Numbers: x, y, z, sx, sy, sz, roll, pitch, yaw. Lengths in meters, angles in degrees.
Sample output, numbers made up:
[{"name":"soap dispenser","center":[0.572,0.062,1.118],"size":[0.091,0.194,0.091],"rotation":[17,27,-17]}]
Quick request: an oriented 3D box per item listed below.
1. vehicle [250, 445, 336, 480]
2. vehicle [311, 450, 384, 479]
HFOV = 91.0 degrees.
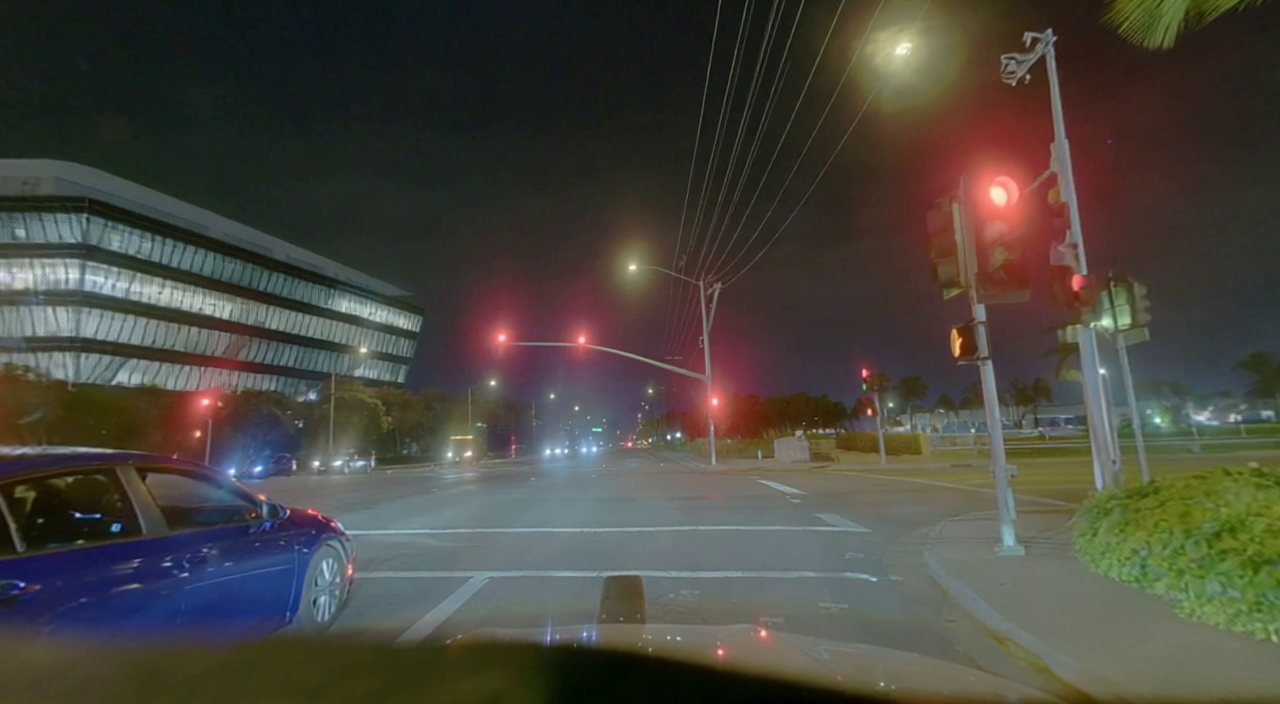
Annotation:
[{"name":"vehicle","center":[-19.097,6.068,34.918],"size":[2.017,1.739,4.569],"rotation":[0,-9,1]},{"name":"vehicle","center":[-15.360,5.915,33.290],"size":[1.875,1.389,3.784],"rotation":[0,-9,3]}]
